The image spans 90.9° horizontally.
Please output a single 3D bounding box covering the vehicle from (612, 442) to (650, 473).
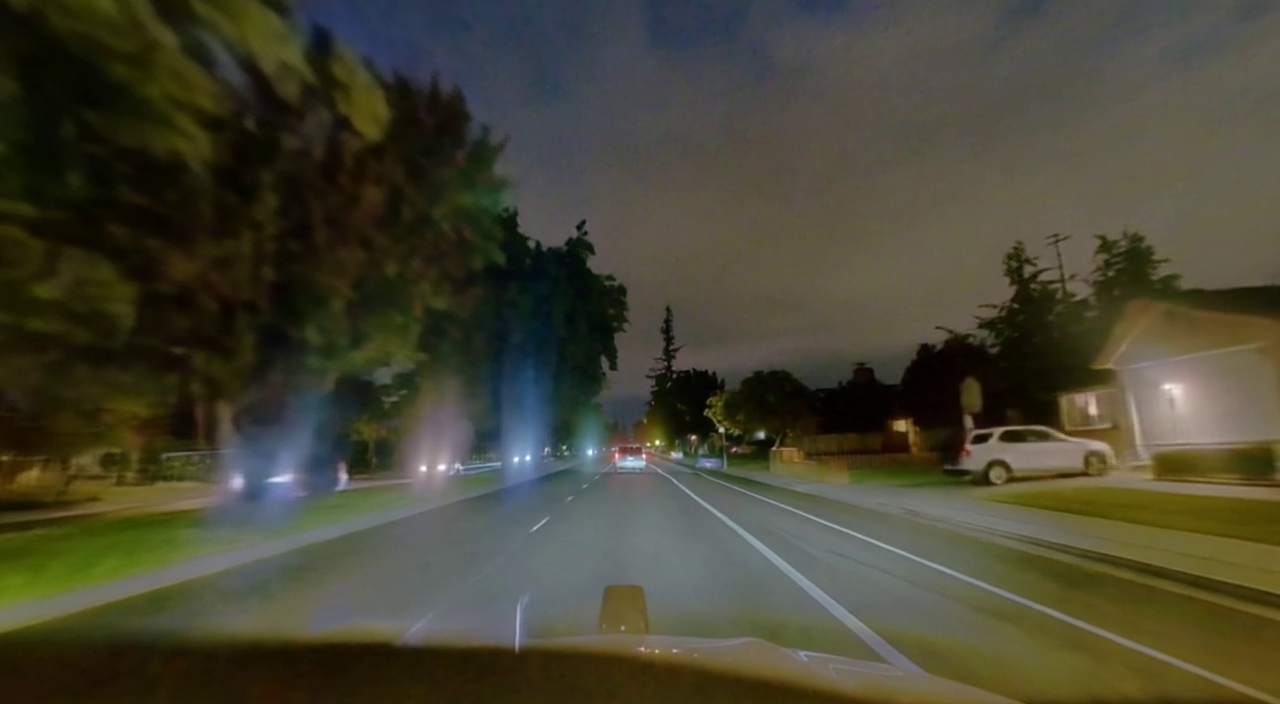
[{"bbox_3d":[-0.555,6.020,36.080,2.024,1.655,4.301,0,-9,-2],"label":"vehicle"}]

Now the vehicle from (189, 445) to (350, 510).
[{"bbox_3d":[-11.346,3.825,19.833,2.232,1.651,4.777,-4,-9,0],"label":"vehicle"}]

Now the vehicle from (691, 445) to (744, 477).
[{"bbox_3d":[3.932,5.615,32.736,2.045,1.517,4.394,0,-9,-2],"label":"vehicle"}]

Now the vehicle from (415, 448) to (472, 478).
[{"bbox_3d":[-11.765,6.638,38.038,2.065,1.644,4.412,0,-9,0],"label":"vehicle"}]

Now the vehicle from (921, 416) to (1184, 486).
[{"bbox_3d":[11.569,2.823,18.065,5.876,1.828,2.268,0,-9,1],"label":"vehicle"}]
